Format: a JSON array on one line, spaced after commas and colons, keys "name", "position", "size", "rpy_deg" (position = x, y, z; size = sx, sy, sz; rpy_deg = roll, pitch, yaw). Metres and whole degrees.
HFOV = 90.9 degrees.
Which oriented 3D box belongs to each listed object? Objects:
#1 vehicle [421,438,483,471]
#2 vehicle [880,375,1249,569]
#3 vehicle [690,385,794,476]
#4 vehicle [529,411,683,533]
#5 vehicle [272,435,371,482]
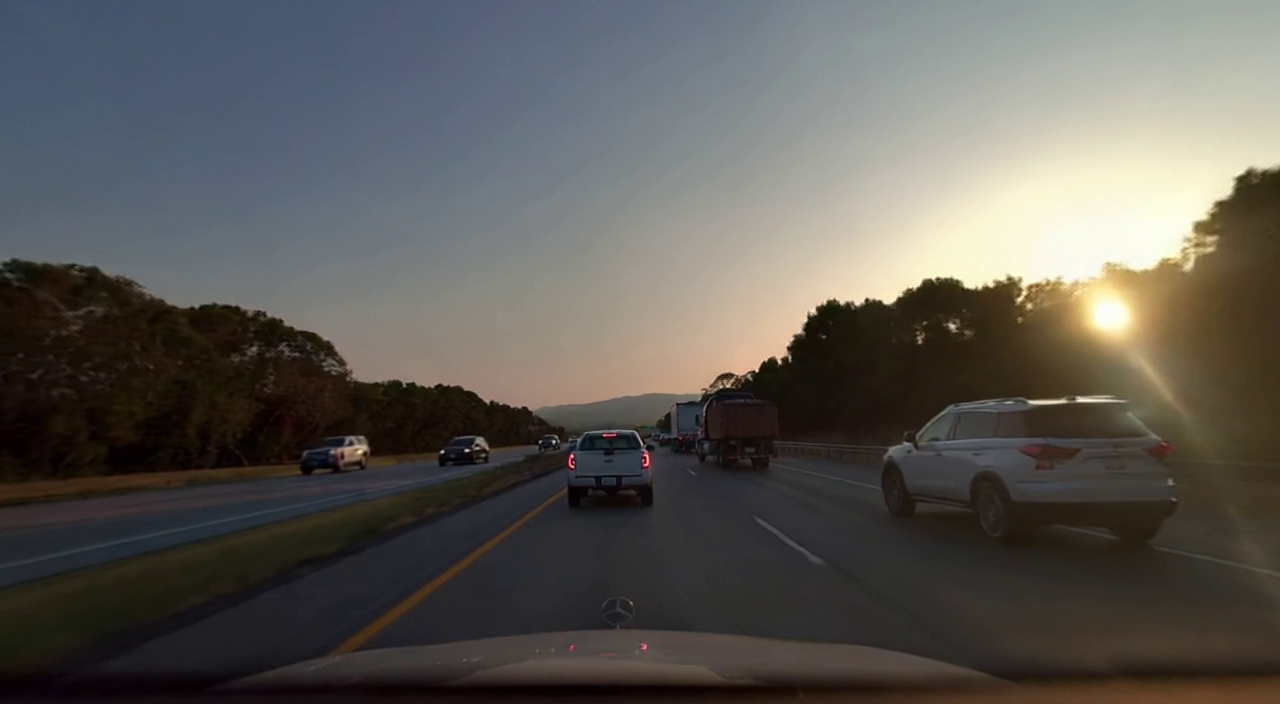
[{"name": "vehicle", "position": [-8.840, 4.828, 29.990], "size": [1.756, 1.446, 3.661], "rpy_deg": [0, -8, 1]}, {"name": "vehicle", "position": [4.946, 1.430, 8.231], "size": [2.011, 1.905, 3.905], "rpy_deg": [0, -8, -1]}, {"name": "vehicle", "position": [3.735, 3.172, 25.258], "size": [2.723, 3.027, 8.478], "rpy_deg": [0, -8, 0]}, {"name": "vehicle", "position": [-0.496, 1.904, 10.665], "size": [2.082, 1.638, 4.055], "rpy_deg": [0, -8, -1]}, {"name": "vehicle", "position": [-13.433, 4.476, 26.901], "size": [1.949, 1.833, 4.237], "rpy_deg": [0, -8, 0]}]
